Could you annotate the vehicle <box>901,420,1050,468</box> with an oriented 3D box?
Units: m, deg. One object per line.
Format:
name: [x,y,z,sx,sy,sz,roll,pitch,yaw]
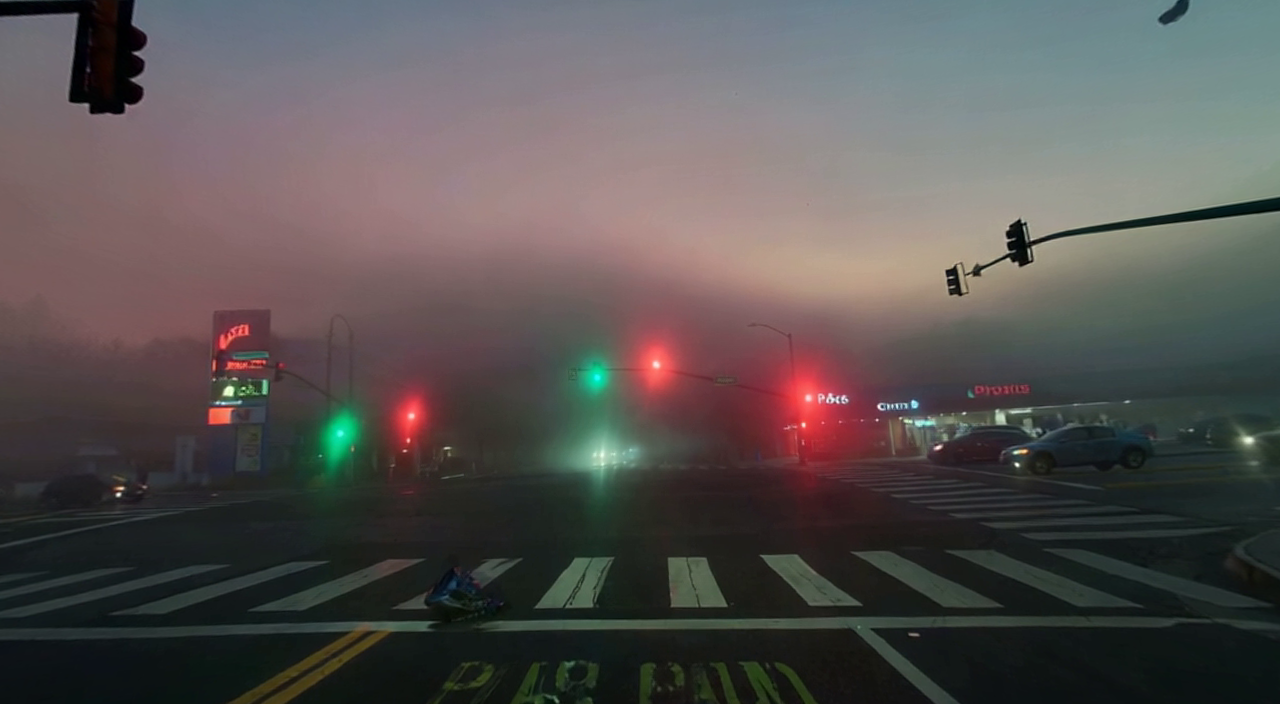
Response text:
vehicle: [13.016,3.645,24.941,4.916,1.730,1.986,-4,-9,21]

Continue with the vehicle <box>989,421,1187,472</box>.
vehicle: [14.356,3.093,20.632,4.835,1.487,1.913,-3,-9,20]

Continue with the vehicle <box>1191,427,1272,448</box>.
vehicle: [42.041,6.067,44.897,4.347,1.446,1.777,1,-9,-9]

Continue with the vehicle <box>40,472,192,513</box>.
vehicle: [-21.169,5.673,25.643,4.676,1.463,1.909,-1,-8,6]
